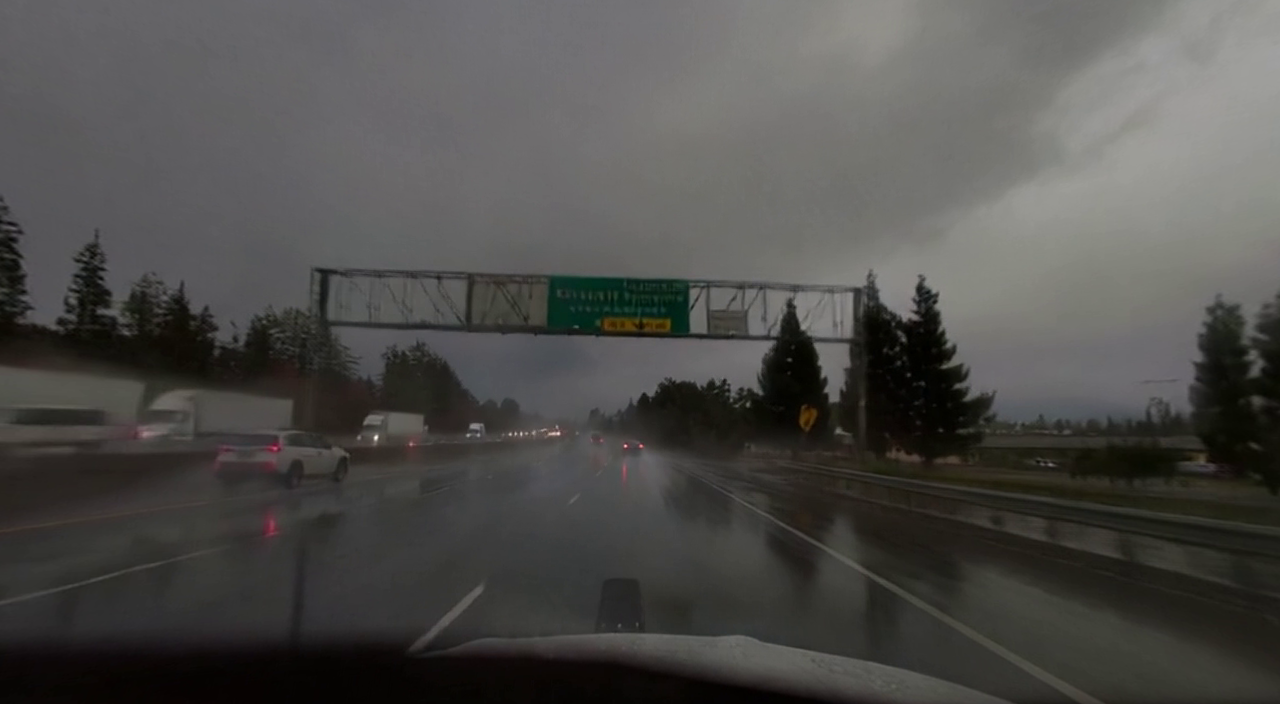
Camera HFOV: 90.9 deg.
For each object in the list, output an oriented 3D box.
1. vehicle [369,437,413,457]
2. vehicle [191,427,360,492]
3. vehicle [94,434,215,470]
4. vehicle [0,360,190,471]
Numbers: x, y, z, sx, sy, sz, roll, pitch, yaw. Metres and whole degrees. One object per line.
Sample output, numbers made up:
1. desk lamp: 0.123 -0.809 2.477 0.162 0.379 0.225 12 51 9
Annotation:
1. vehicle: -18.423 7.047 46.802 1.833 1.439 3.471 0 -8 -1
2. vehicle: -10.574 3.124 18.859 2.197 1.654 4.823 0 -8 -1
3. vehicle: -21.593 4.436 28.319 2.076 1.446 4.276 0 -8 -1
4. vehicle: -25.177 2.734 26.084 2.859 4.057 14.449 0 -8 -2
